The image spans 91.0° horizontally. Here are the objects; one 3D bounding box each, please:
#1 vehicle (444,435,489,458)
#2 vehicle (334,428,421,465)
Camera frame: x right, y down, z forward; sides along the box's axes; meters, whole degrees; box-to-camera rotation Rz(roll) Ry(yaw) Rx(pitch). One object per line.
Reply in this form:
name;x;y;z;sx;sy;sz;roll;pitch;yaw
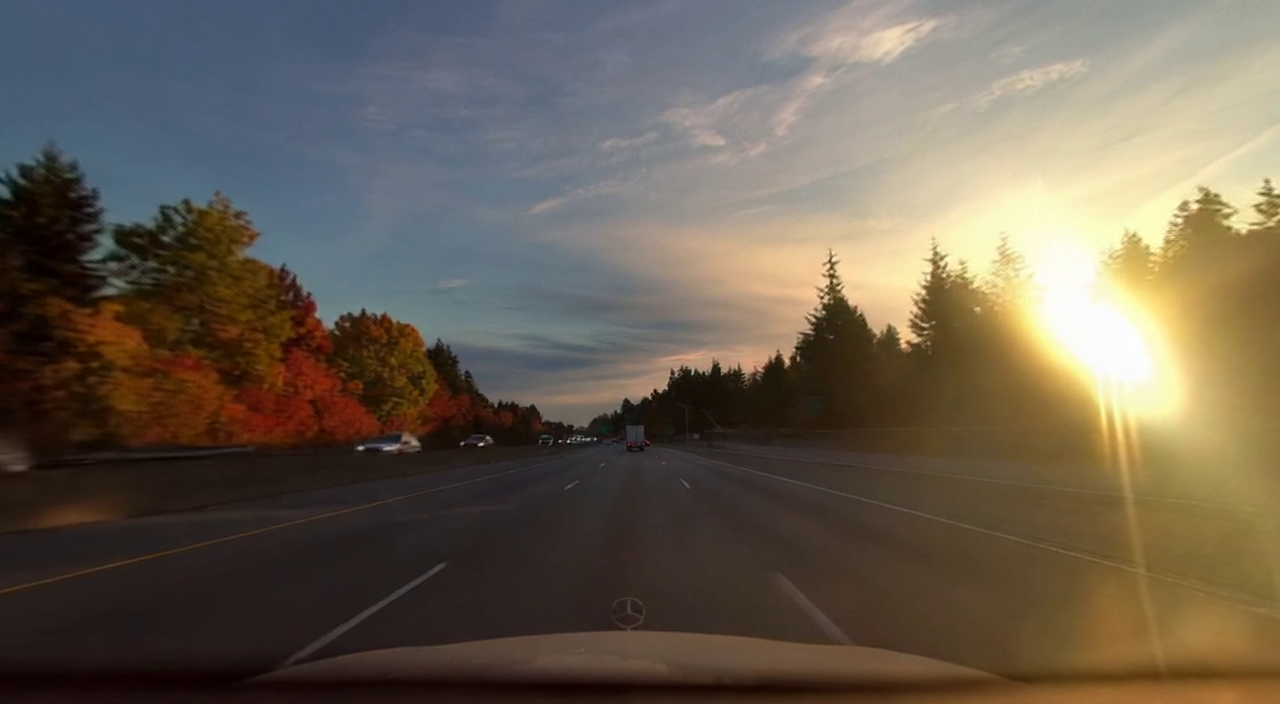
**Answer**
vehicle;-11.779;6.439;43.072;1.871;1.495;4.368;0;-8;0
vehicle;-11.558;4.200;28.050;1.969;1.543;4.300;0;-8;1
